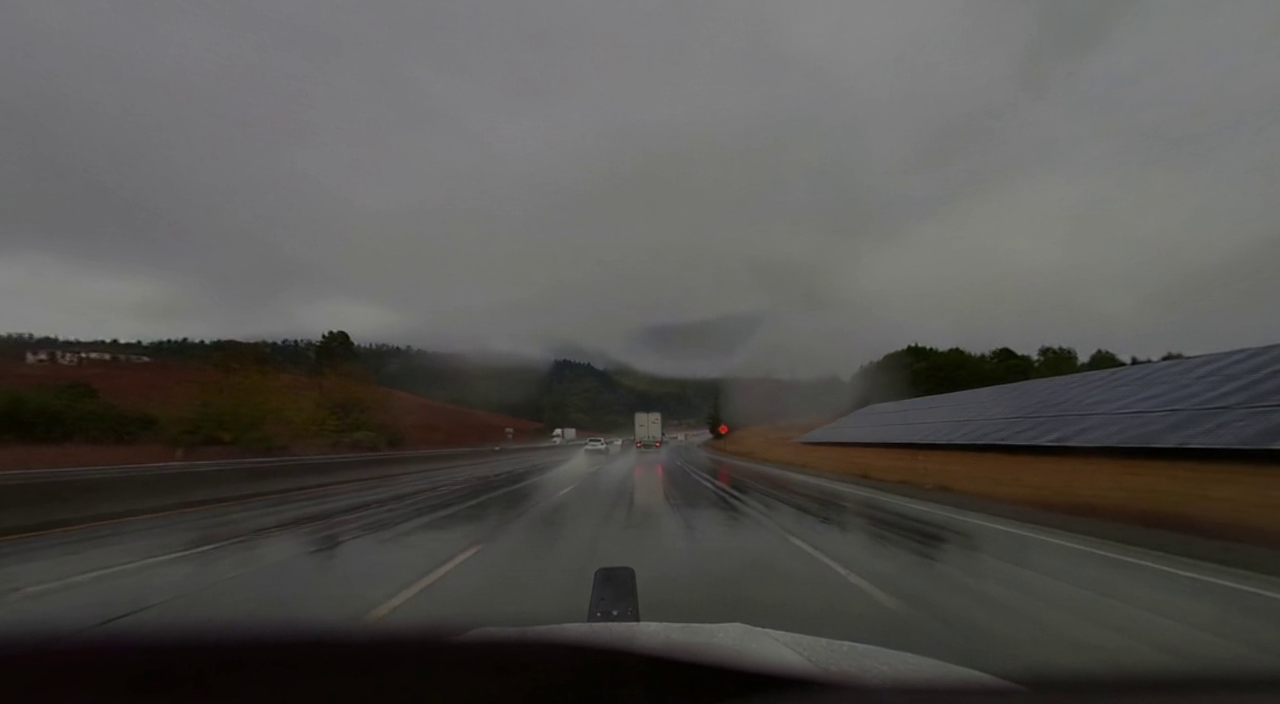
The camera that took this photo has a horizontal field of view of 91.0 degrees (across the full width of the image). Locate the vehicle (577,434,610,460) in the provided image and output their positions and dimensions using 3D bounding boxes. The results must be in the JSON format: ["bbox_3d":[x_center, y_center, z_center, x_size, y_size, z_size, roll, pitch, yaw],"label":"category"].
[{"bbox_3d":[-3.627,7.526,49.979,2.130,1.935,4.817,-1,-8,1],"label":"vehicle"}]
